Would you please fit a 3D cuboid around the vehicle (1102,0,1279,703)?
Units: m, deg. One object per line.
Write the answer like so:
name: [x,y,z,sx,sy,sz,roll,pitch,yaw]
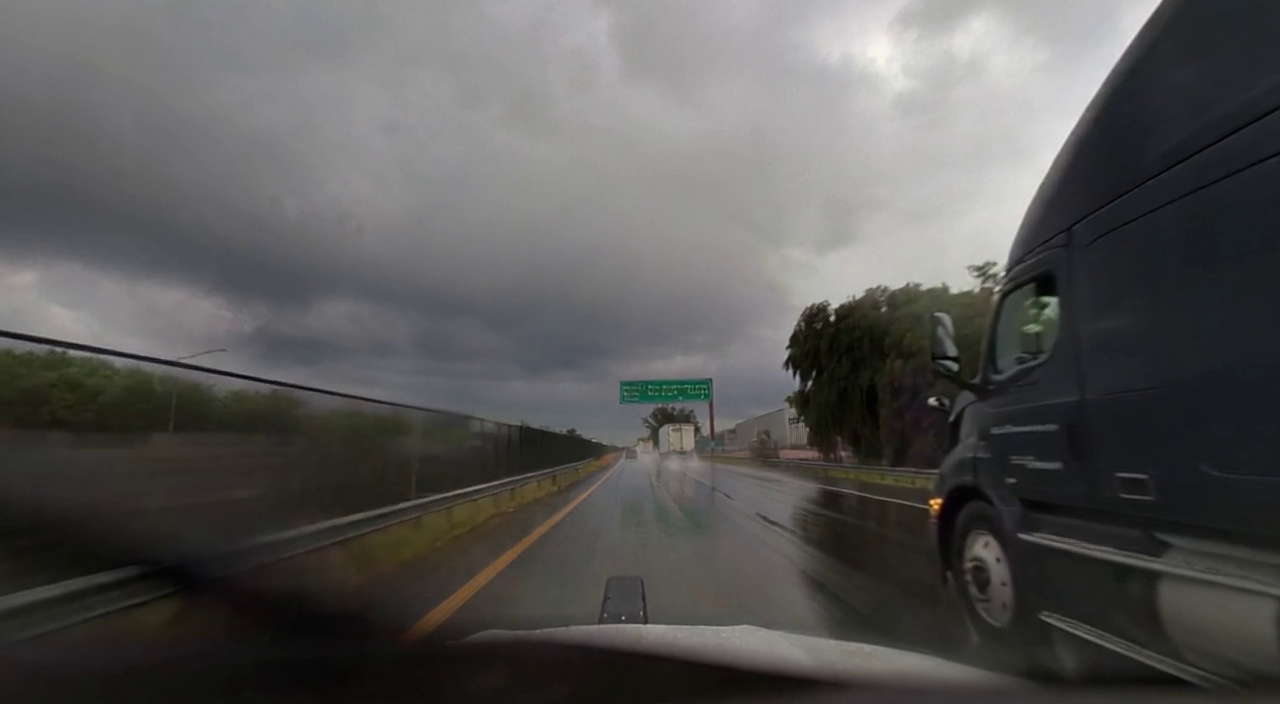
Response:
vehicle: [4.182,-0.512,0.384,3.035,3.966,6.026,0,-9,0]
